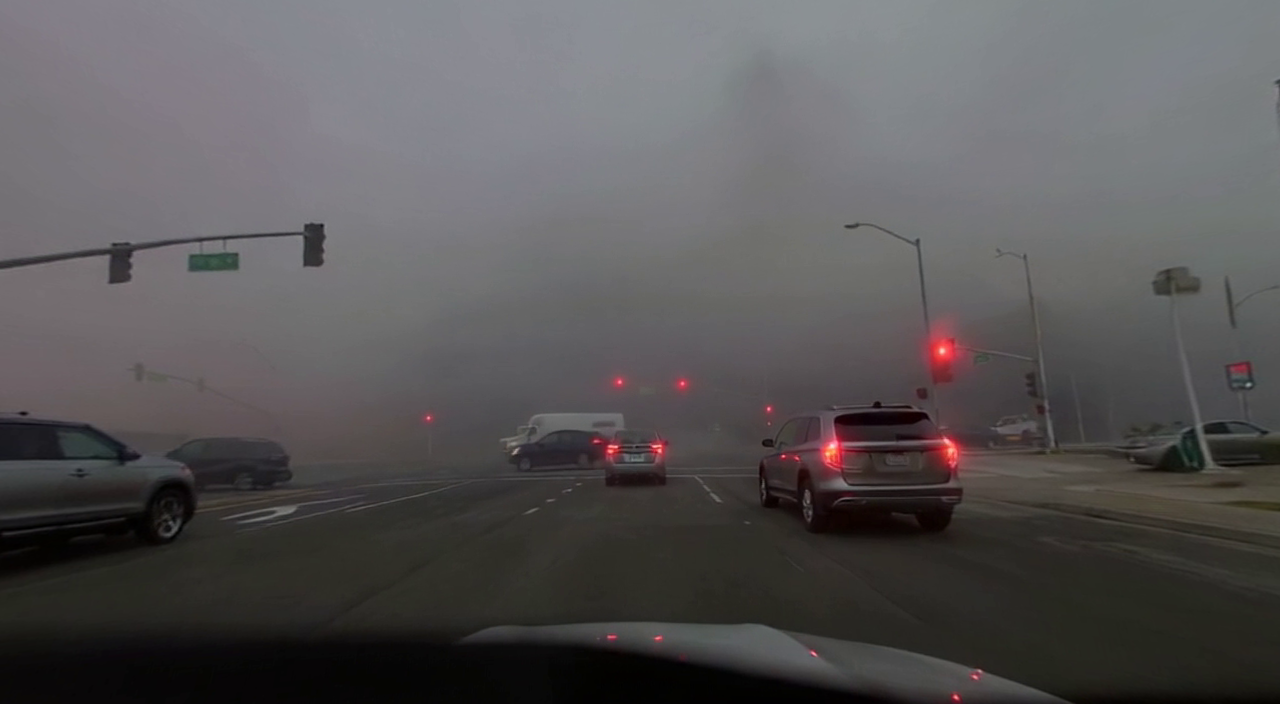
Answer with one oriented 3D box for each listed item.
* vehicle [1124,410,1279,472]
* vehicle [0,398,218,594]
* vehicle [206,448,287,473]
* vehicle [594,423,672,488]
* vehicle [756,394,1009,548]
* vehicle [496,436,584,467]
[{"bbox_3d":[16.600,2.557,18.048,3.848,1.674,1.887,0,-8,1],"label":"vehicle"},{"bbox_3d":[-6.833,1.363,6.084,2.011,1.774,4.866,0,-8,2],"label":"vehicle"},{"bbox_3d":[-28.749,7.942,46.148,4.543,1.760,1.904,0,-8,-3],"label":"vehicle"},{"bbox_3d":[-0.159,3.046,18.732,2.067,1.702,3.987,0,-8,1],"label":"vehicle"},{"bbox_3d":[3.214,1.699,9.553,2.083,1.779,4.347,0,-8,0],"label":"vehicle"},{"bbox_3d":[-5.291,5.317,33.782,1.847,1.508,4.366,-8,-12,44],"label":"vehicle"}]
